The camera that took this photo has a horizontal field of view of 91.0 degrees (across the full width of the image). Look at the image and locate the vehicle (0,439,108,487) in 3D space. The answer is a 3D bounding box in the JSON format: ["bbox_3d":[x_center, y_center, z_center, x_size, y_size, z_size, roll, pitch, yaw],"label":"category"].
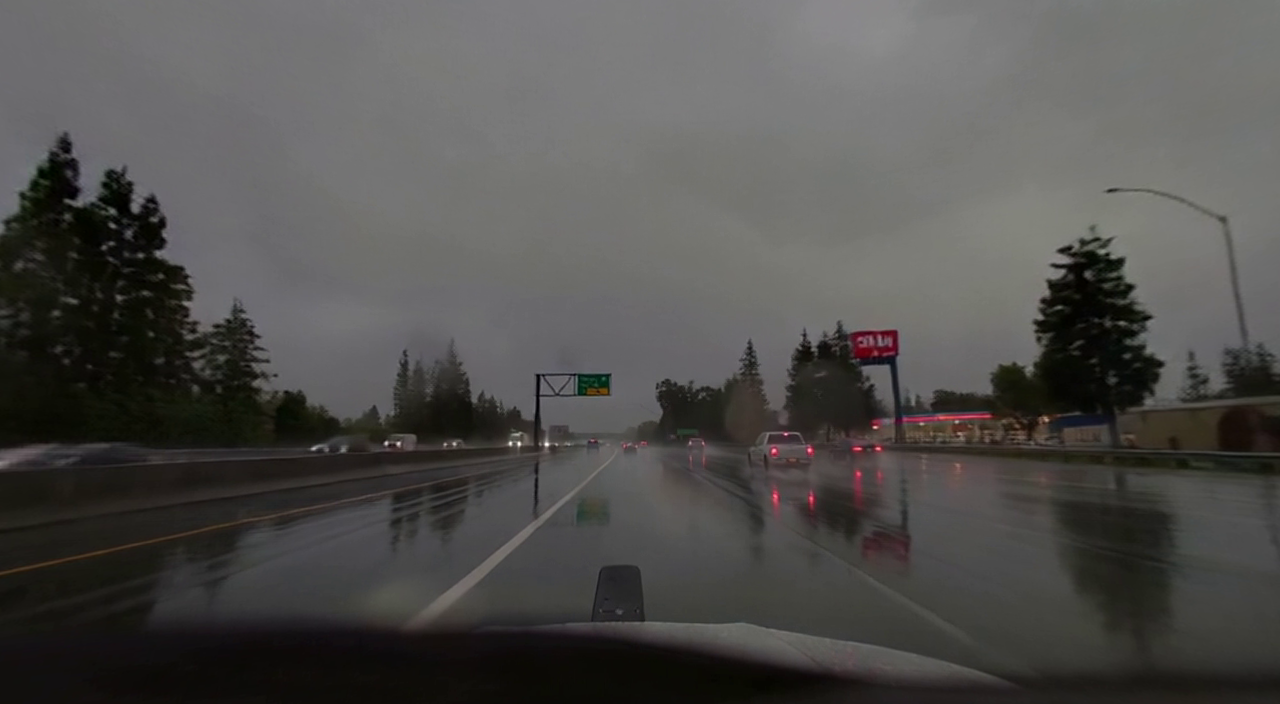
[{"bbox_3d":[-21.093,3.723,21.347,1.994,1.491,4.711,0,-8,-1],"label":"vehicle"}]

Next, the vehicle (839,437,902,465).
[{"bbox_3d":[14.017,6.029,38.555,2.072,1.611,4.387,0,-8,-2],"label":"vehicle"}]

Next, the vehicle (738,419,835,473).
[{"bbox_3d":[7.021,4.686,31.452,2.779,2.339,8.073,0,-8,-1],"label":"vehicle"}]
